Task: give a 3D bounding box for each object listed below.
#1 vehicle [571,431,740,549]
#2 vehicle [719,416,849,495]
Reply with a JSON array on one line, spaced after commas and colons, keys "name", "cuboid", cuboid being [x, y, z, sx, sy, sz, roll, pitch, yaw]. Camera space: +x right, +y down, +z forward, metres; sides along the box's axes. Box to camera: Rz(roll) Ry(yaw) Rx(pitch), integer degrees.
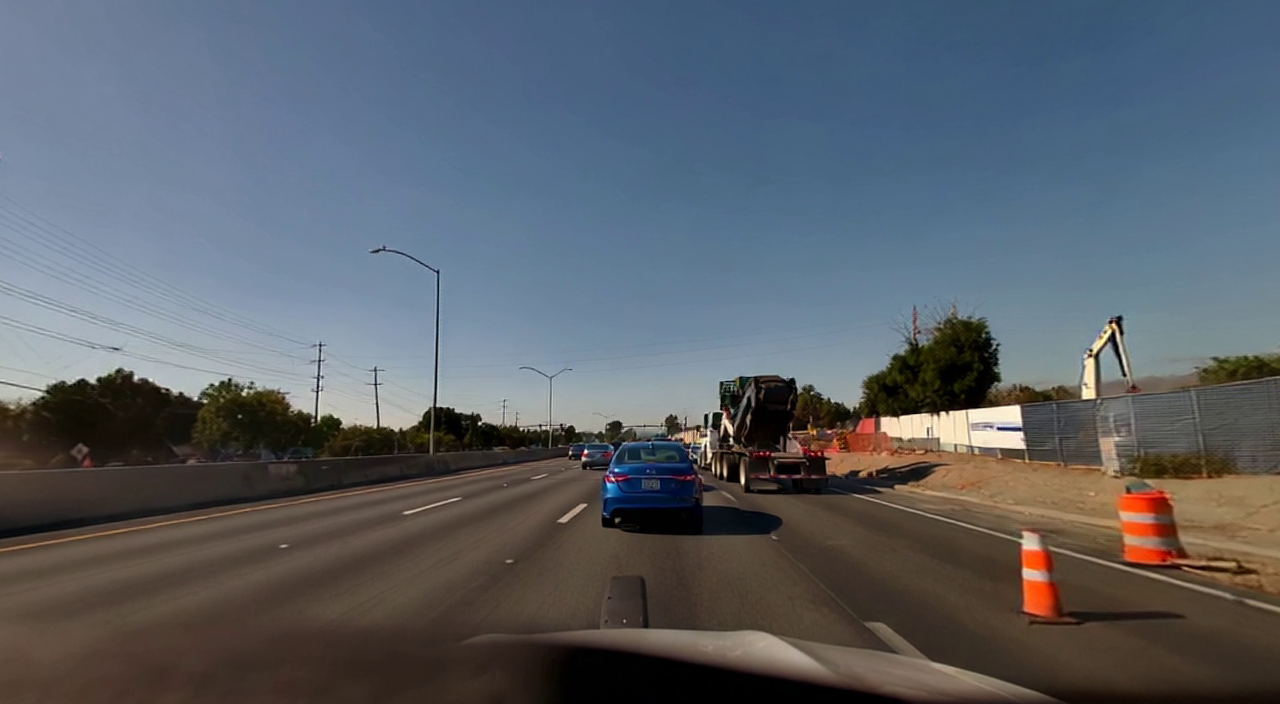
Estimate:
[{"name": "vehicle", "cuboid": [0.201, 2.059, 10.142, 2.128, 1.473, 4.272, 0, -8, 0]}, {"name": "vehicle", "cuboid": [4.104, 3.141, 19.437, 2.555, 2.017, 6.201, 0, -8, 0]}]
